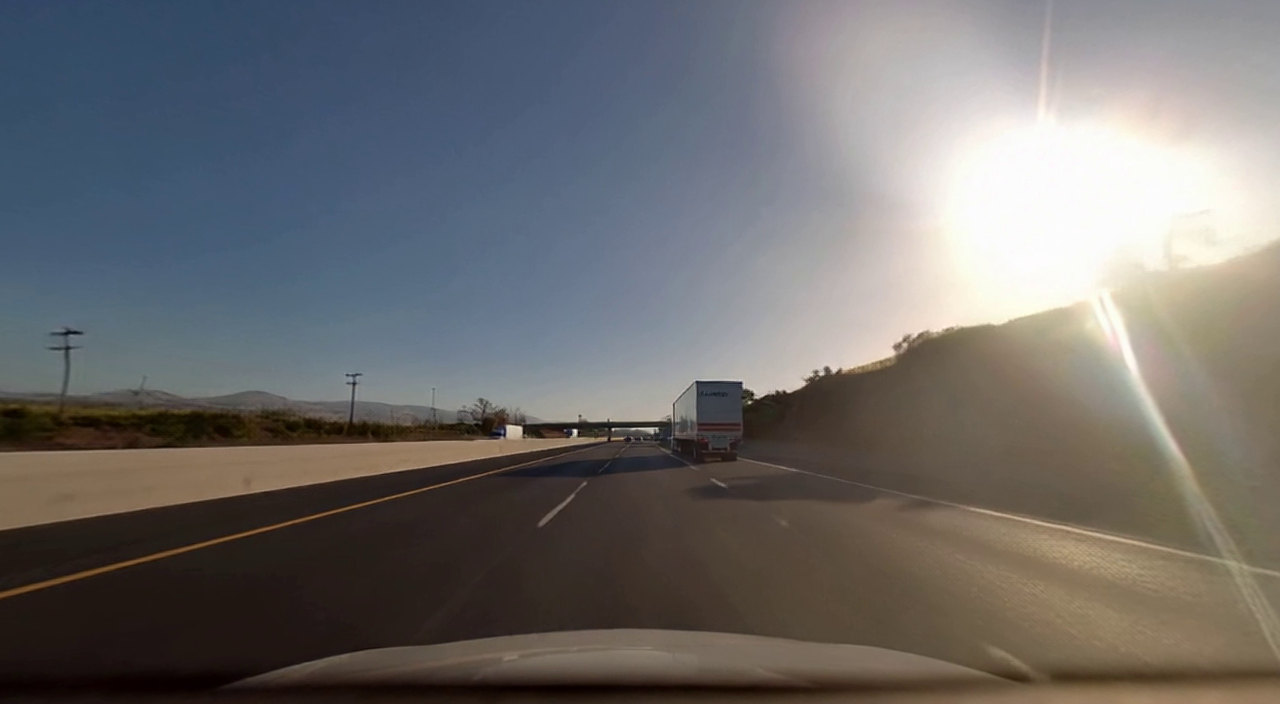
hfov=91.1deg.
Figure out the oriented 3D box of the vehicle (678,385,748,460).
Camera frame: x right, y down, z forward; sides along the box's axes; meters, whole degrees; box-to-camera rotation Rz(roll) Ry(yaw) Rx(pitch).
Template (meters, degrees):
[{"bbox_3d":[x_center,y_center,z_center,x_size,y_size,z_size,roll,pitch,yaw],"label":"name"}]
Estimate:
[{"bbox_3d":[4.330,4.739,40.851,2.920,4.029,13.900,0,-8,0],"label":"vehicle"}]
